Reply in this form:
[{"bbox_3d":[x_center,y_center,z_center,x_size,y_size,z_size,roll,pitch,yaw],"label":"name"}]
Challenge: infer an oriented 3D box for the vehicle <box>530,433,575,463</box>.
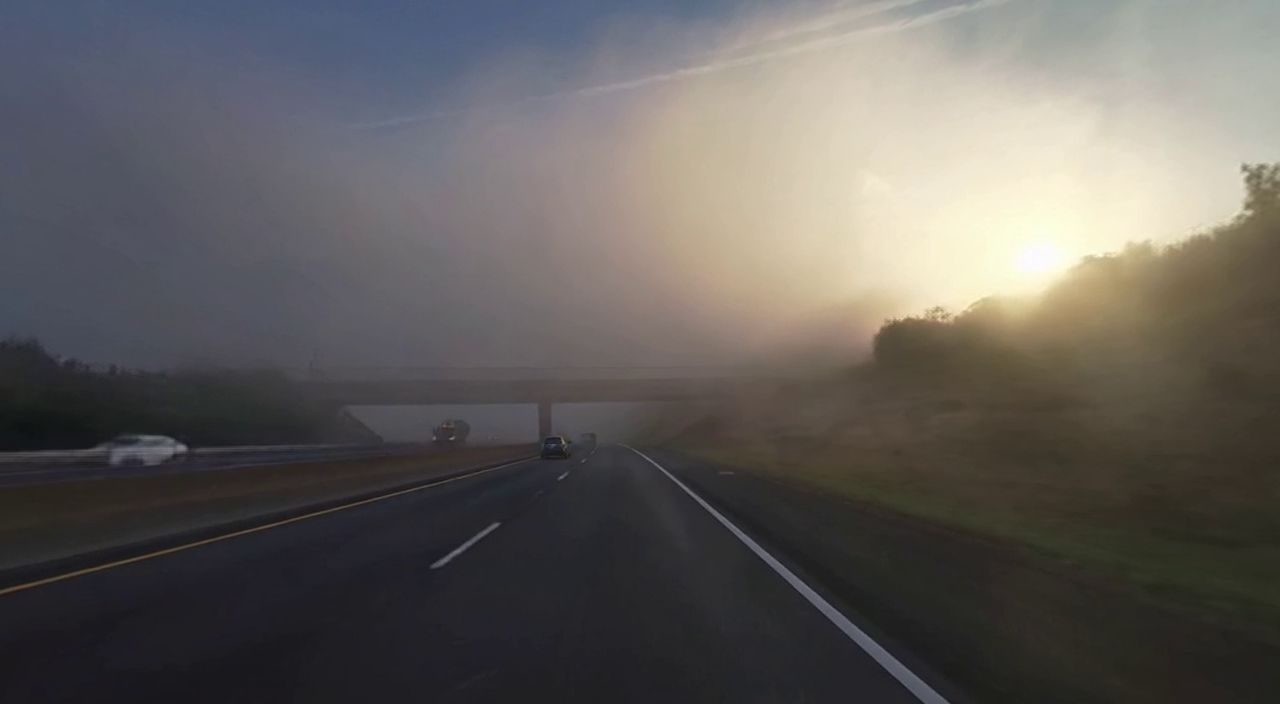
[{"bbox_3d":[-4.785,5.276,34.842,2.005,1.509,4.260,0,-8,-1],"label":"vehicle"}]
